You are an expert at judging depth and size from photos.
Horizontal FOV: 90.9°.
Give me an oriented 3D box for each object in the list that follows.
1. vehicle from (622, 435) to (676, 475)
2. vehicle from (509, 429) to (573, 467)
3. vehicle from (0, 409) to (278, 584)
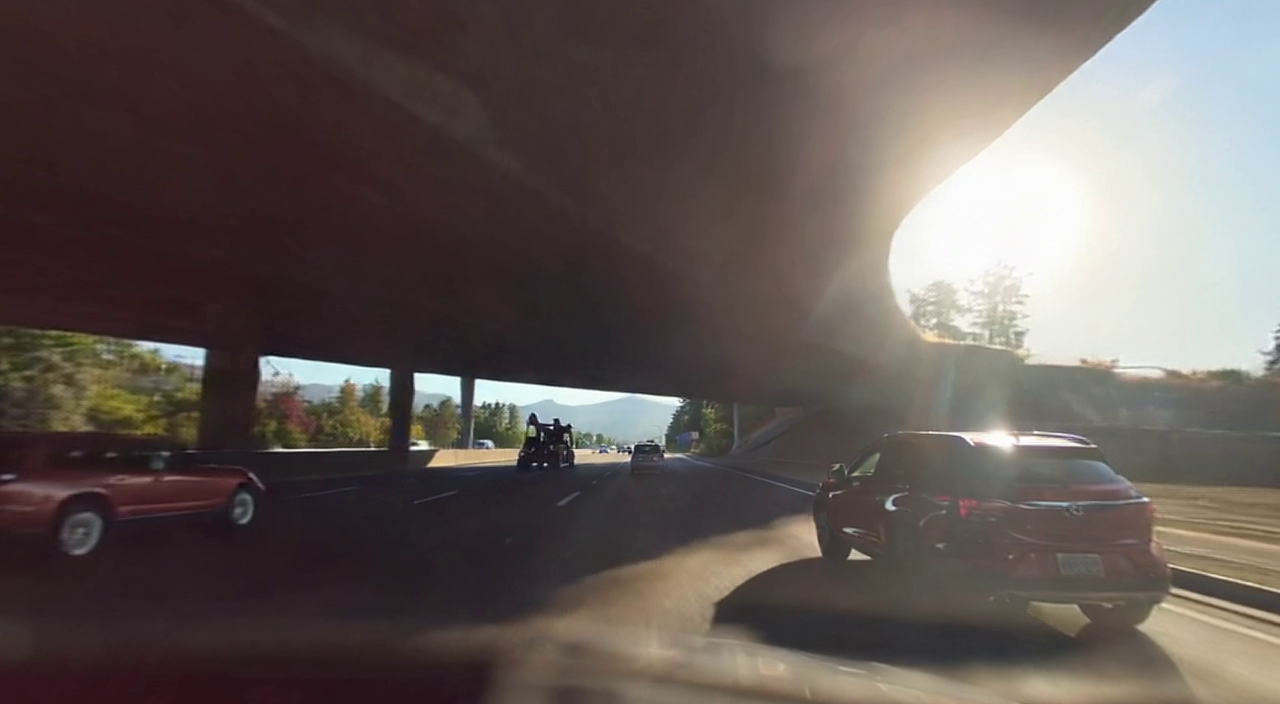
[{"bbox_3d":[0.431,4.749,29.317,2.336,1.722,4.212,0,-8,1],"label":"vehicle"},{"bbox_3d":[-6.260,6.225,41.099,2.827,2.236,7.057,0,-8,2],"label":"vehicle"},{"bbox_3d":[-7.110,1.684,8.113,2.115,1.644,4.513,0,-8,1],"label":"vehicle"}]
